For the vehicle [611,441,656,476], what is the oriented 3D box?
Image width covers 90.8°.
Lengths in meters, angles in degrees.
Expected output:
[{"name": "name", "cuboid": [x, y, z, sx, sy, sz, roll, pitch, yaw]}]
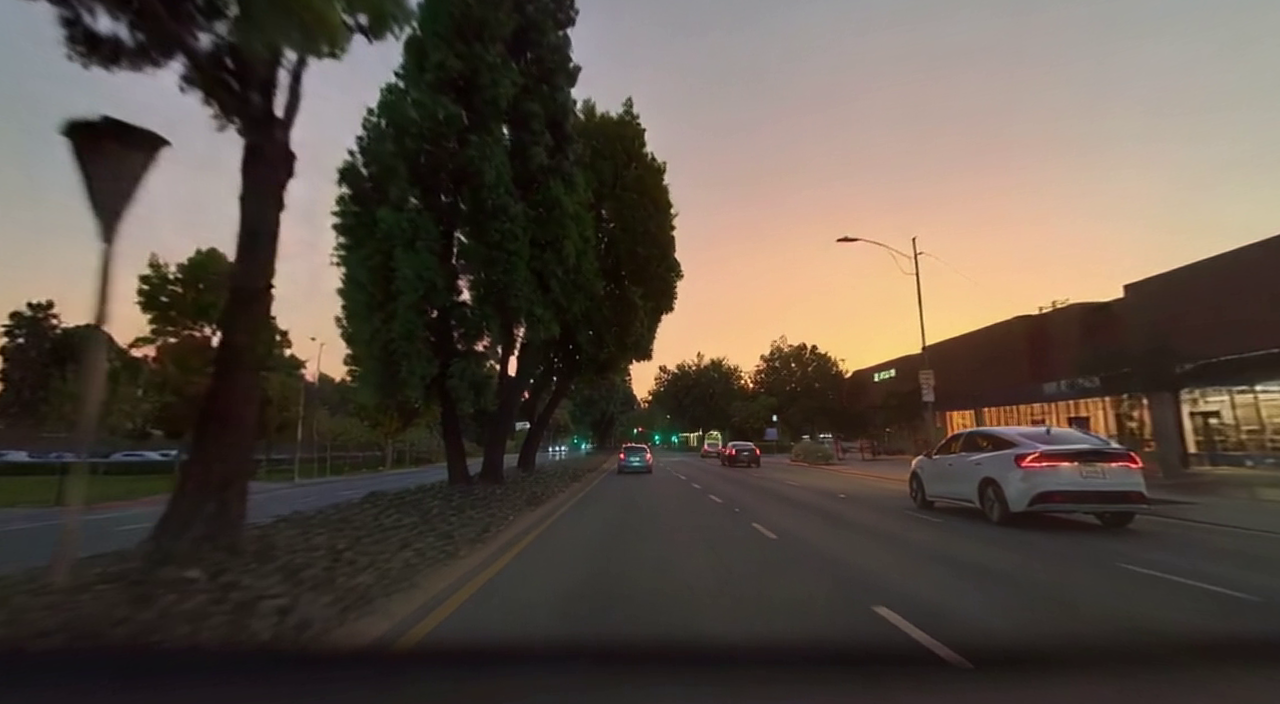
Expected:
[{"name": "vehicle", "cuboid": [-0.325, 5.113, 30.515, 2.037, 1.568, 3.693, 0, -8, -1]}]

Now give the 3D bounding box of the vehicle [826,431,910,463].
[{"name": "vehicle", "cuboid": [17.762, 7.437, 49.527, 2.395, 2.336, 5.803, 5, -10, -32]}]

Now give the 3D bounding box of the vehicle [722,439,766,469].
[{"name": "vehicle", "cuboid": [6.591, 6.527, 40.590, 1.955, 1.845, 4.538, 0, -8, -1]}]

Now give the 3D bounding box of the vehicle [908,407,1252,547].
[{"name": "vehicle", "cuboid": [7.308, 2.152, 11.641, 2.240, 1.923, 5.678, 0, -8, 0]}]
